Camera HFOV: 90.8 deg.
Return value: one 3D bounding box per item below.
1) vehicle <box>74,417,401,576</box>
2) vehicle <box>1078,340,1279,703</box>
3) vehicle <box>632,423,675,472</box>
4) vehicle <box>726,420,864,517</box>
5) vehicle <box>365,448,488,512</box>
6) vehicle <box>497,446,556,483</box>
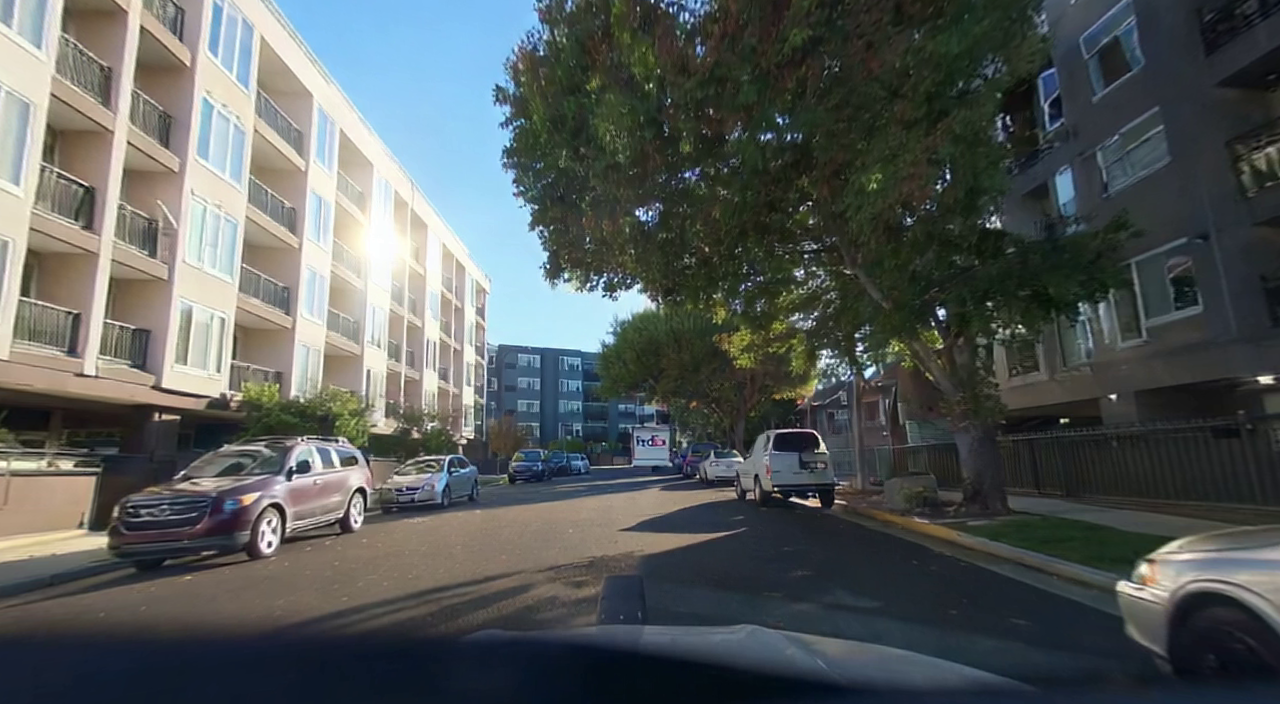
[{"bbox_3d":[-5.730,2.082,9.976,2.098,1.894,4.616,0,-9,0],"label":"vehicle"},{"bbox_3d":[3.523,0.666,1.318,2.072,1.742,4.210,0,-8,-1],"label":"vehicle"},{"bbox_3d":[0.847,7.134,47.334,2.930,3.275,8.180,0,-8,-1],"label":"vehicle"},{"bbox_3d":[3.577,2.778,15.514,2.099,2.018,4.087,0,-9,-4],"label":"vehicle"},{"bbox_3d":[-5.794,3.500,17.782,1.888,1.546,4.306,0,-8,1],"label":"vehicle"},{"bbox_3d":[-5.757,5.741,32.538,2.089,1.757,4.256,0,-8,2],"label":"vehicle"}]
